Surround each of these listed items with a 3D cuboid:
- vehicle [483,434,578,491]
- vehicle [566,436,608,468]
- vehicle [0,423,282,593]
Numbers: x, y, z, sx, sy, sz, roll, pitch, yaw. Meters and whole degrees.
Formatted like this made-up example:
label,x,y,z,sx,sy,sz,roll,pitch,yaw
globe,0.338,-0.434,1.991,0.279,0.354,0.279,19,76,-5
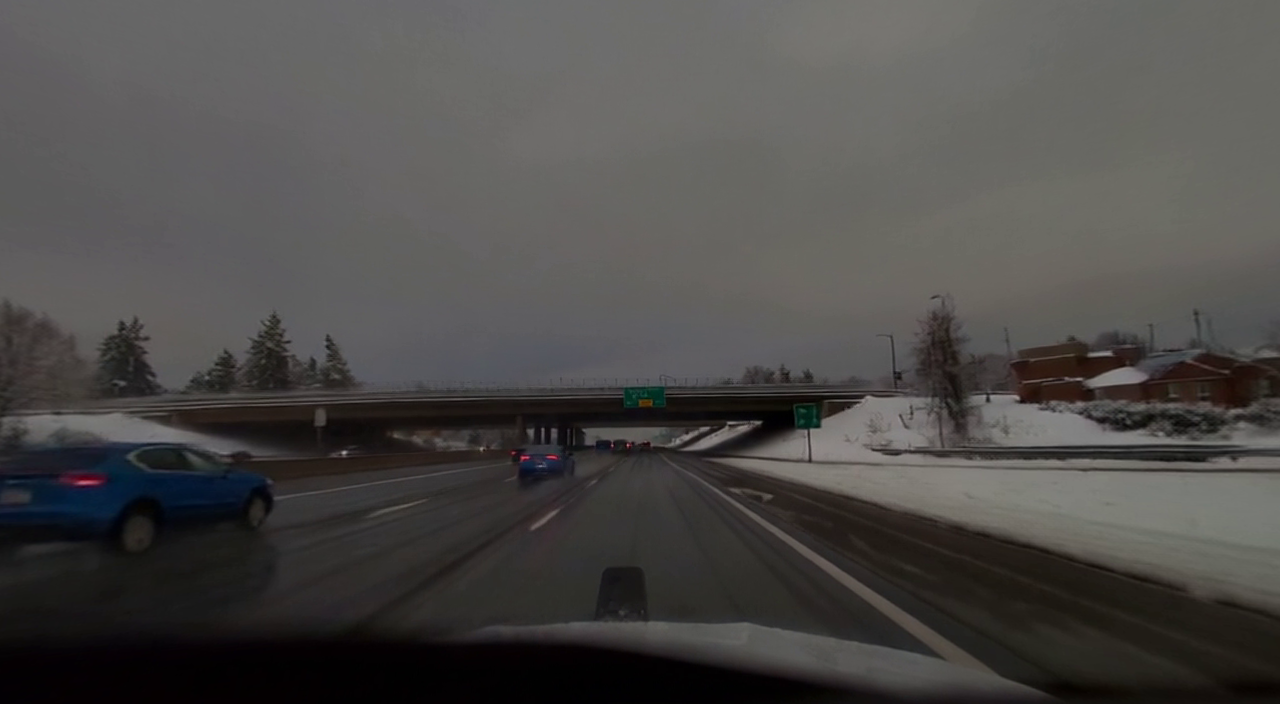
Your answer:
label,x,y,z,sx,sy,sz,roll,pitch,yaw
vehicle,-3.420,3.564,20.714,2.210,1.628,4.586,0,-8,1
vehicle,-3.172,6.112,38.562,2.080,1.811,4.644,0,-8,1
vehicle,-6.905,1.737,7.798,2.069,1.551,4.830,0,-8,1
